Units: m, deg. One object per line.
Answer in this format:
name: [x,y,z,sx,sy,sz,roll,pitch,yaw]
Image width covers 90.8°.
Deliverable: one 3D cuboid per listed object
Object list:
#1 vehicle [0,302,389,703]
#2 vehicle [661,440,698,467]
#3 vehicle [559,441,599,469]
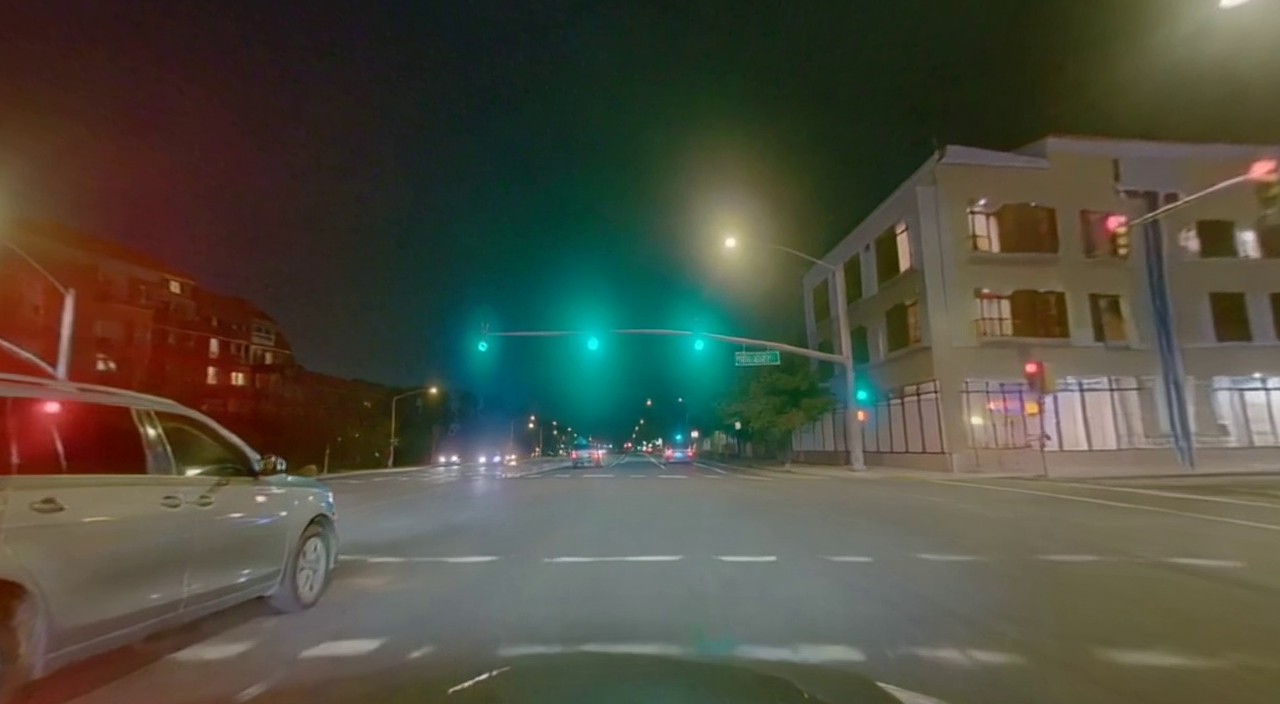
vehicle: [-3.860,1.002,4.158,2.225,1.984,5.168,0,-8,1]
vehicle: [2.574,6.744,42.120,2.018,1.719,4.369,0,-8,-1]
vehicle: [-3.822,6.534,40.151,2.083,1.685,4.069,0,-8,1]
